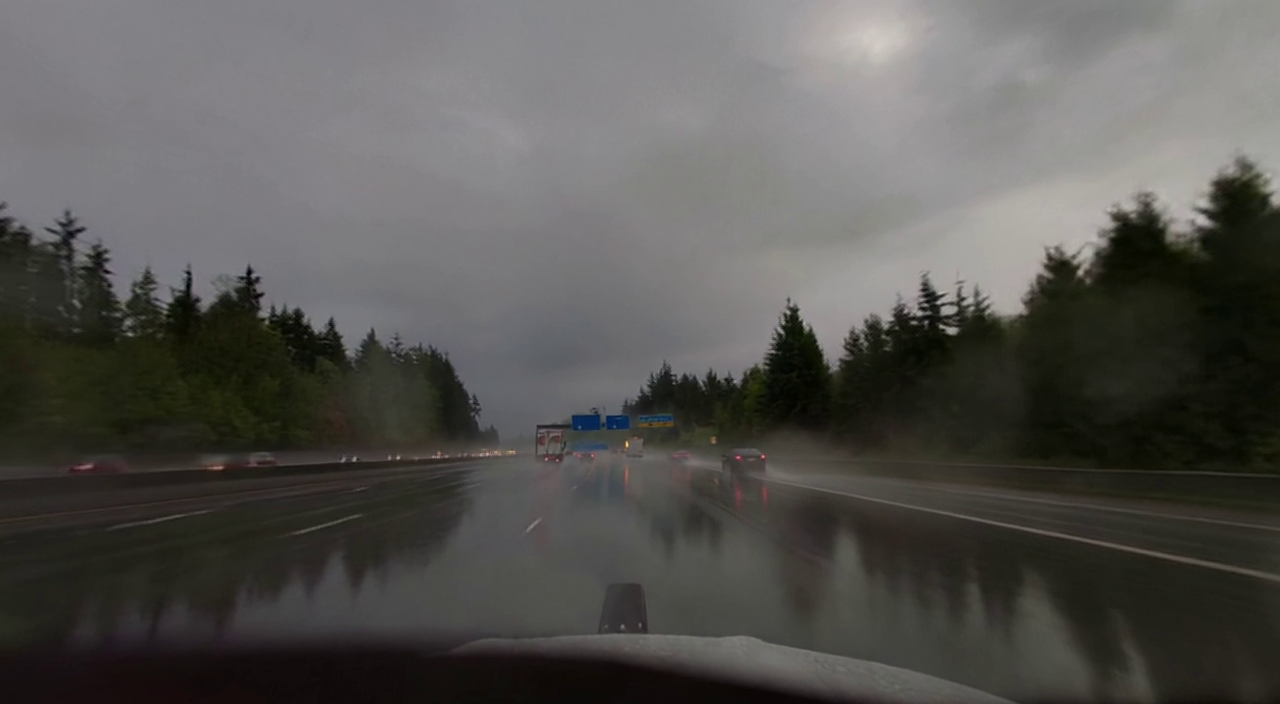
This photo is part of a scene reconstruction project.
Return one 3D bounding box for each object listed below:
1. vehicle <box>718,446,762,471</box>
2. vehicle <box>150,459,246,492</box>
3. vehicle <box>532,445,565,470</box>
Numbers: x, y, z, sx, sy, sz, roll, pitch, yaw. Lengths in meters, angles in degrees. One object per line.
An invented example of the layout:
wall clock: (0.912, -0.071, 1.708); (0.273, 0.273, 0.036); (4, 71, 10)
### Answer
vehicle: (6.685, 7.180, 42.544); (1.989, 1.591, 4.348); (0, -9, -3)
vehicle: (-22.530, 6.294, 32.365); (1.859, 1.480, 4.401); (0, -9, -3)
vehicle: (-7.099, 8.202, 49.082); (2.167, 1.847, 4.097); (0, -9, -3)
